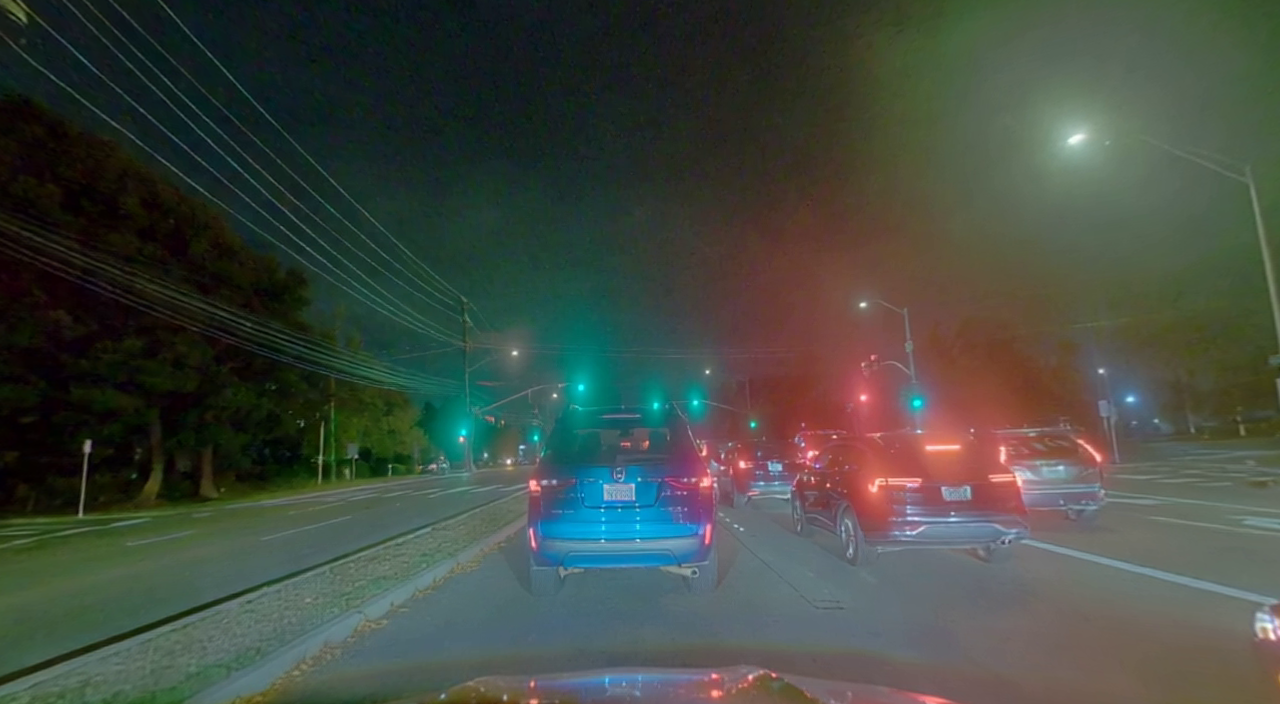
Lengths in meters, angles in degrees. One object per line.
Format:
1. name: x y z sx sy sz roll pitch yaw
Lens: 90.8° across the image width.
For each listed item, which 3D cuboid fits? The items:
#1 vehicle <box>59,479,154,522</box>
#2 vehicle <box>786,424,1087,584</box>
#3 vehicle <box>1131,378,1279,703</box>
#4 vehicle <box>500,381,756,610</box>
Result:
1. vehicle: -26.338 7.335 31.158 4.526 1.715 1.989 -11 -13 29
2. vehicle: 3.494 1.851 8.589 1.880 1.579 4.401 0 -9 -1
3. vehicle: 3.276 0.625 0.755 1.889 1.517 4.308 0 -9 0
4. vehicle: -0.144 1.570 7.757 2.231 1.998 4.254 0 -9 -1
